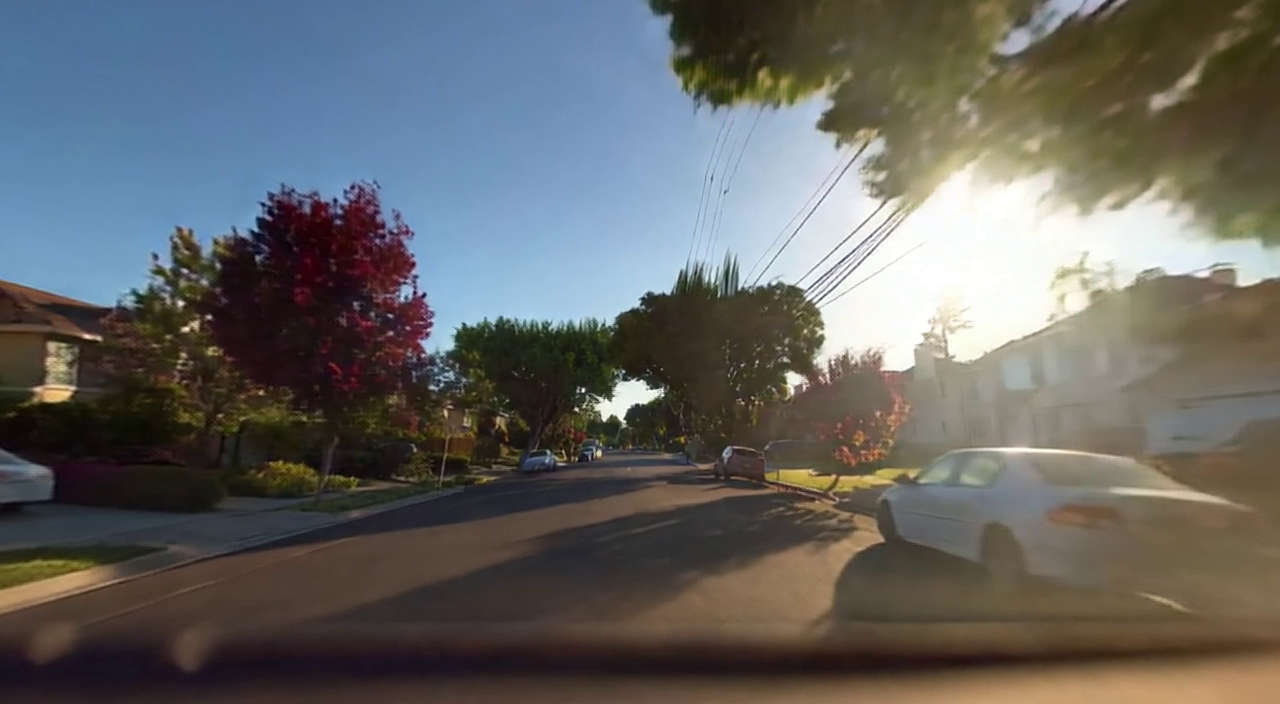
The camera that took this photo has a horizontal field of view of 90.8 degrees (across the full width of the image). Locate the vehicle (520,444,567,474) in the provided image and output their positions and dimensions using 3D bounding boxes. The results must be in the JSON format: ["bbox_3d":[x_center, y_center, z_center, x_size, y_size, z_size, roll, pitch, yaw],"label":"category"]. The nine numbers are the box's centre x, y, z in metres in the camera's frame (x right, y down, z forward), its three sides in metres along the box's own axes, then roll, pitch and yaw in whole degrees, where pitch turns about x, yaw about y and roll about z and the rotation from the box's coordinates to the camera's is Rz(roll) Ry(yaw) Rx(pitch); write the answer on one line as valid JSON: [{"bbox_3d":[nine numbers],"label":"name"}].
[{"bbox_3d":[-5.748,6.428,38.296,1.954,1.551,5.128,-3,-8,1],"label":"vehicle"}]

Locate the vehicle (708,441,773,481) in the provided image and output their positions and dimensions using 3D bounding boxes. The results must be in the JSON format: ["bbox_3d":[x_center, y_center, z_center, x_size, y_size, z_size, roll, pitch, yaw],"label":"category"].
[{"bbox_3d":[4.211,4.650,27.162,2.020,1.558,3.925,1,-9,-2],"label":"vehicle"}]

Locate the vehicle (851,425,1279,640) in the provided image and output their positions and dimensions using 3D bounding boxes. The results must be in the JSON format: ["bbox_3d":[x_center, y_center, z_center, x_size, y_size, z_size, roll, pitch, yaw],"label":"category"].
[{"bbox_3d":[4.217,1.654,6.987,1.936,1.464,5.141,1,-9,-1],"label":"vehicle"}]

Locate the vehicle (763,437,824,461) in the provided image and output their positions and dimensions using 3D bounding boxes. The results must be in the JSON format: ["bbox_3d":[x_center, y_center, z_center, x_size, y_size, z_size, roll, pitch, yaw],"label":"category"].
[{"bbox_3d":[11.477,7.299,47.325,4.293,1.657,1.961,-2,-12,15],"label":"vehicle"}]
